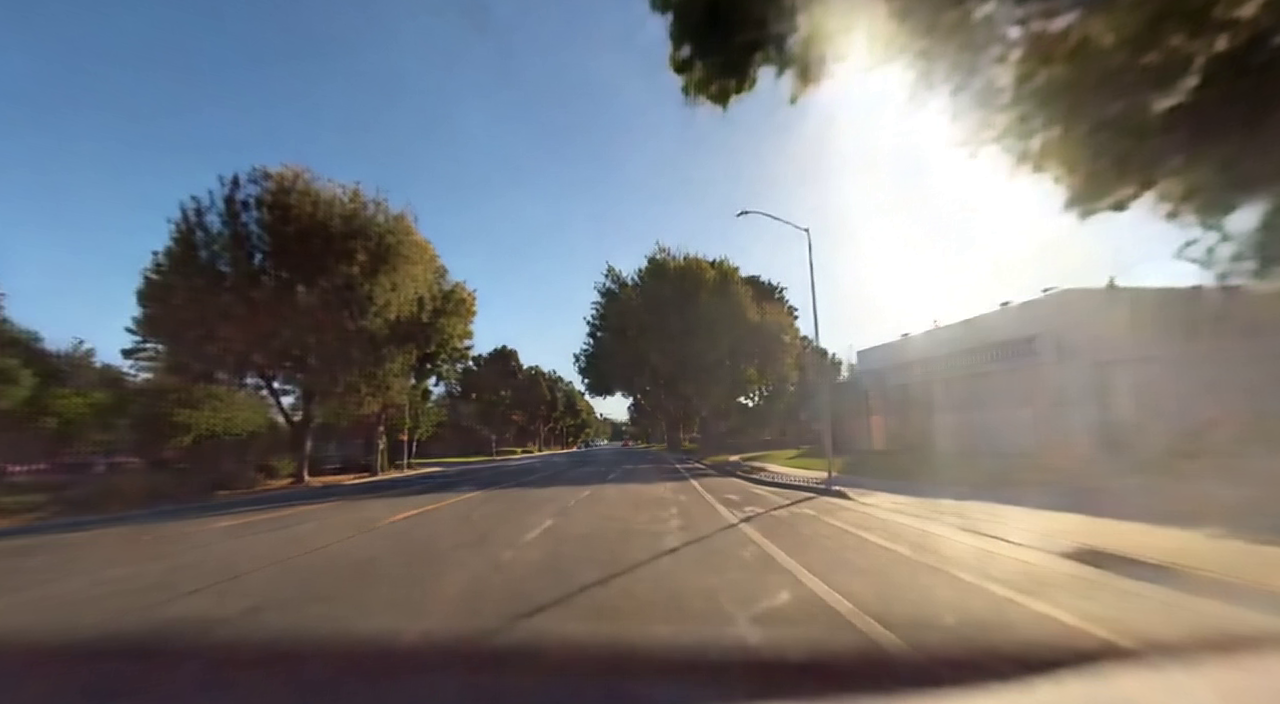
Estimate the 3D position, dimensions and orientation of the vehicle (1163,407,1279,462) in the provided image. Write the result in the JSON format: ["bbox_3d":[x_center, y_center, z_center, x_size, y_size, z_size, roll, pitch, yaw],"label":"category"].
[{"bbox_3d":[18.374,2.476,18.714,1.826,1.492,4.417,0,-9,-2],"label":"vehicle"}]
